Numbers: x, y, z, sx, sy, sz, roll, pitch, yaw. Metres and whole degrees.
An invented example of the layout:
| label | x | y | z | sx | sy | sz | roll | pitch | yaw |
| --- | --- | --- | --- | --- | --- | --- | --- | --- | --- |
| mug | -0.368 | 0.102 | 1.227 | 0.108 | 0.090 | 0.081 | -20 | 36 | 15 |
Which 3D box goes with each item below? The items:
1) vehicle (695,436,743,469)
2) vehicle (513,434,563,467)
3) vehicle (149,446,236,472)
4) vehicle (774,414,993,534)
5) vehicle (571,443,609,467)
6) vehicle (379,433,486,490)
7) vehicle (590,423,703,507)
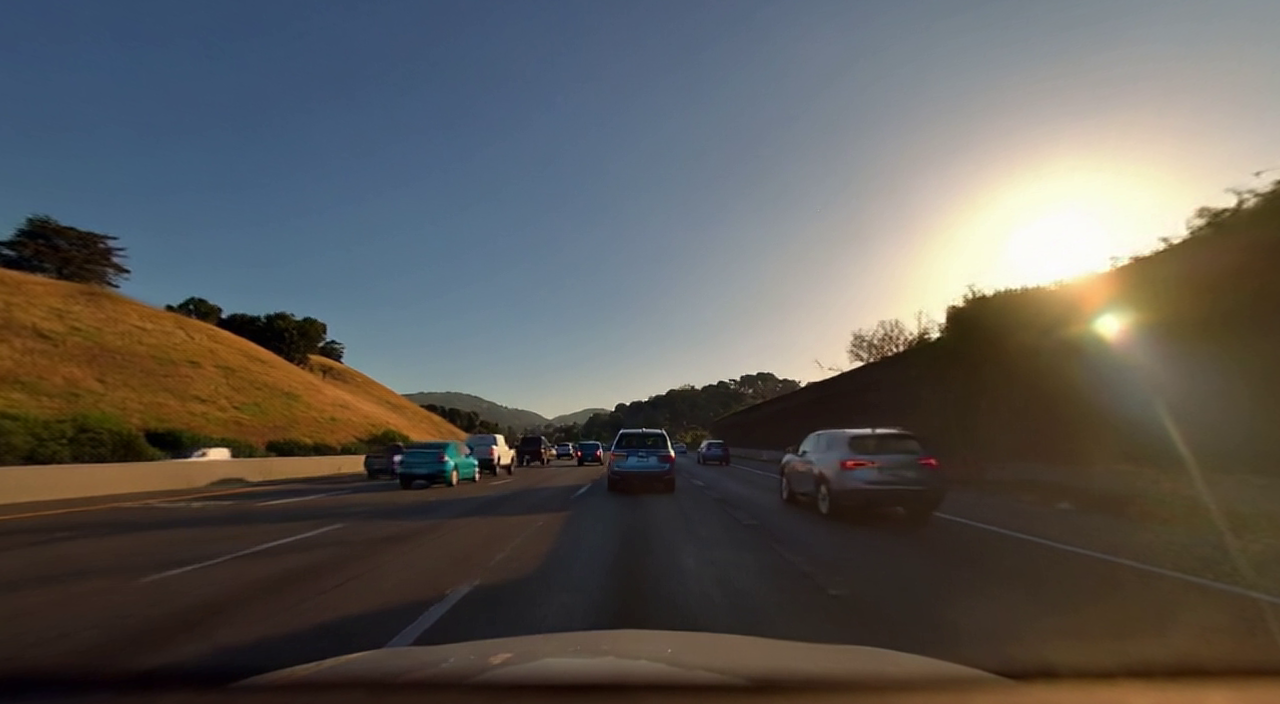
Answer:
| label | x | y | z | sx | sy | sz | roll | pitch | yaw |
| --- | --- | --- | --- | --- | --- | --- | --- | --- | --- |
| vehicle | 4.757 | 6.167 | 38.953 | 2.204 | 1.852 | 5.845 | 0 | -9 | 0 |
| vehicle | -6.463 | 6.352 | 40.735 | 2.294 | 1.982 | 5.040 | 0 | -9 | 1 |
| vehicle | -28.330 | 6.775 | 40.153 | 1.944 | 1.510 | 4.728 | 0 | -9 | 2 |
| vehicle | 4.014 | 2.115 | 11.473 | 2.092 | 1.723 | 4.629 | 0 | -9 | 0 |
| vehicle | -3.147 | 6.573 | 40.427 | 2.108 | 1.442 | 4.143 | 0 | -9 | 0 |
| vehicle | -6.787 | 3.631 | 21.228 | 2.024 | 1.706 | 4.462 | 0 | -9 | 1 |
| vehicle | 0.154 | 2.785 | 15.930 | 2.447 | 1.804 | 4.273 | 0 | -9 | 0 |
